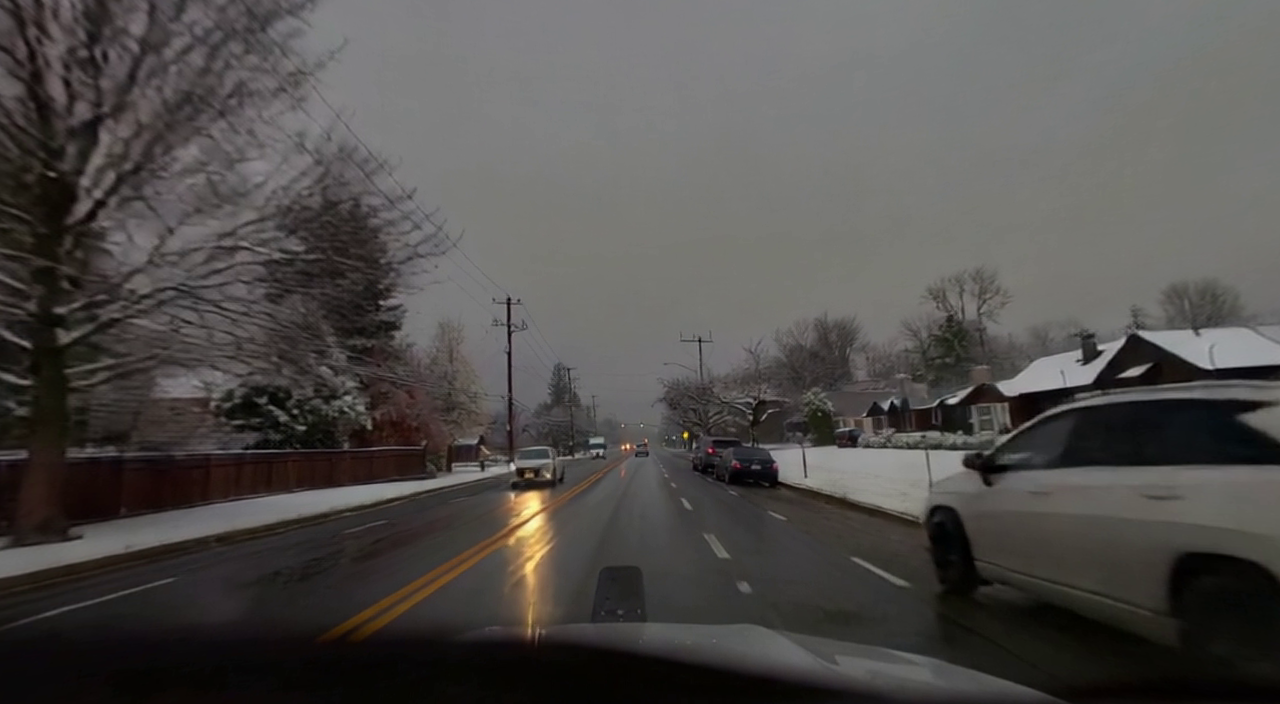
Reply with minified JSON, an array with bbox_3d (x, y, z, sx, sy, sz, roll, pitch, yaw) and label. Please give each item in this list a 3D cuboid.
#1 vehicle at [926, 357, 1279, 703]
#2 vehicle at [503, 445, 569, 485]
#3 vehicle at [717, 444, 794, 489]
[{"bbox_3d":[3.865,1.050,3.826,2.087,1.725,4.986,-1,-8,2],"label":"vehicle"},{"bbox_3d":[-4.259,4.691,26.592,1.960,1.521,4.397,0,-8,1],"label":"vehicle"},{"bbox_3d":[4.024,4.044,22.759,1.874,1.415,4.683,0,-8,0],"label":"vehicle"}]
